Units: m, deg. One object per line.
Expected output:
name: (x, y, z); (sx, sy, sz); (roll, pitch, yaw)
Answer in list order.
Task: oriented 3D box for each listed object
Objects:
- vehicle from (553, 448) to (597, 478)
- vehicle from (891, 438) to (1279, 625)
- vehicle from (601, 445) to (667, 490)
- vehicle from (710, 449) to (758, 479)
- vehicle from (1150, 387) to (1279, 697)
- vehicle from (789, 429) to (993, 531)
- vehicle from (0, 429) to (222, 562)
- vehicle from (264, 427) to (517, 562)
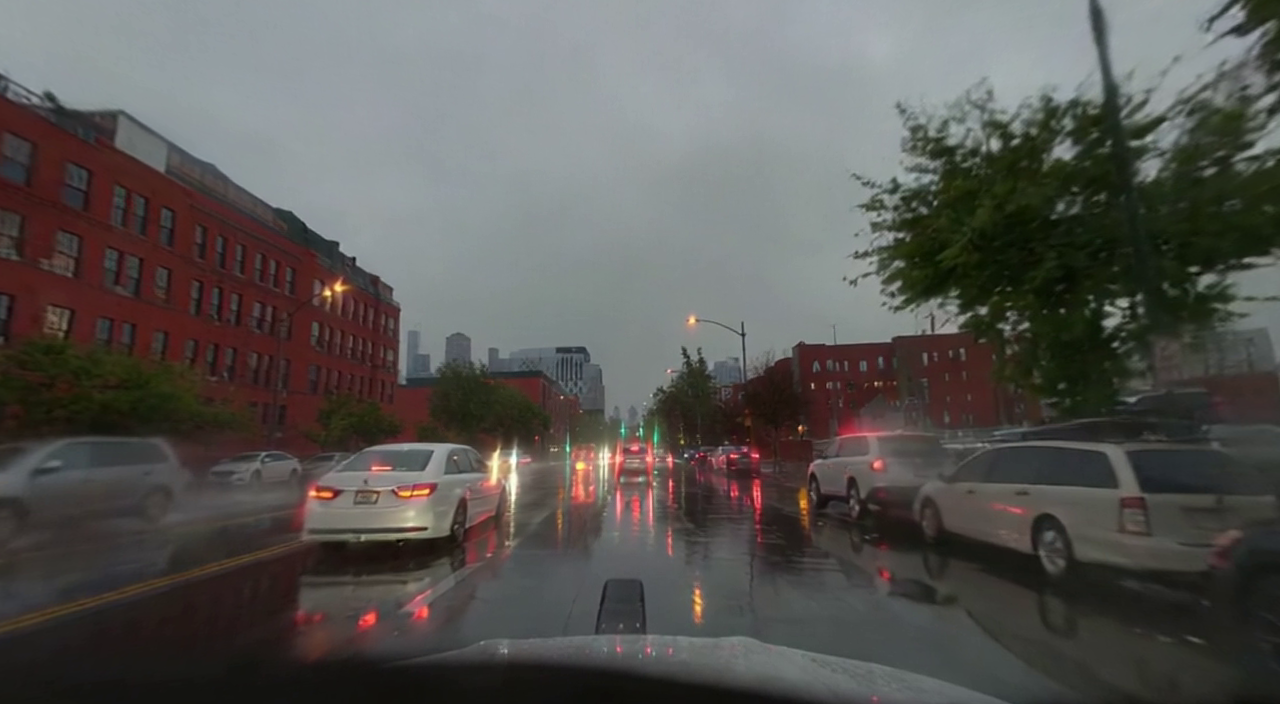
vehicle: (-3.678, 6.341, 36.195); (1.972, 1.560, 4.066); (0, -9, 2)
vehicle: (4.834, 1.816, 7.459); (1.910, 1.499, 4.495); (0, -9, 0)
vehicle: (-0.239, 4.264, 23.608); (2.230, 1.518, 4.113); (1, -9, -1)
vehicle: (4.976, 5.939, 33.707); (1.832, 1.491, 4.054); (1, -9, -2)
vehicle: (4.751, 0.828, 1.911); (2.001, 1.742, 4.996); (1, -9, -3)
vehicle: (4.907, 2.571, 13.303); (2.123, 1.736, 4.795); (1, -9, -3)
vehicle: (-9.585, 2.188, 10.287); (2.186, 1.745, 4.693); (0, -9, 1)
vehicle: (-3.392, 2.026, 9.756); (1.934, 1.548, 4.635); (0, -9, 1)
